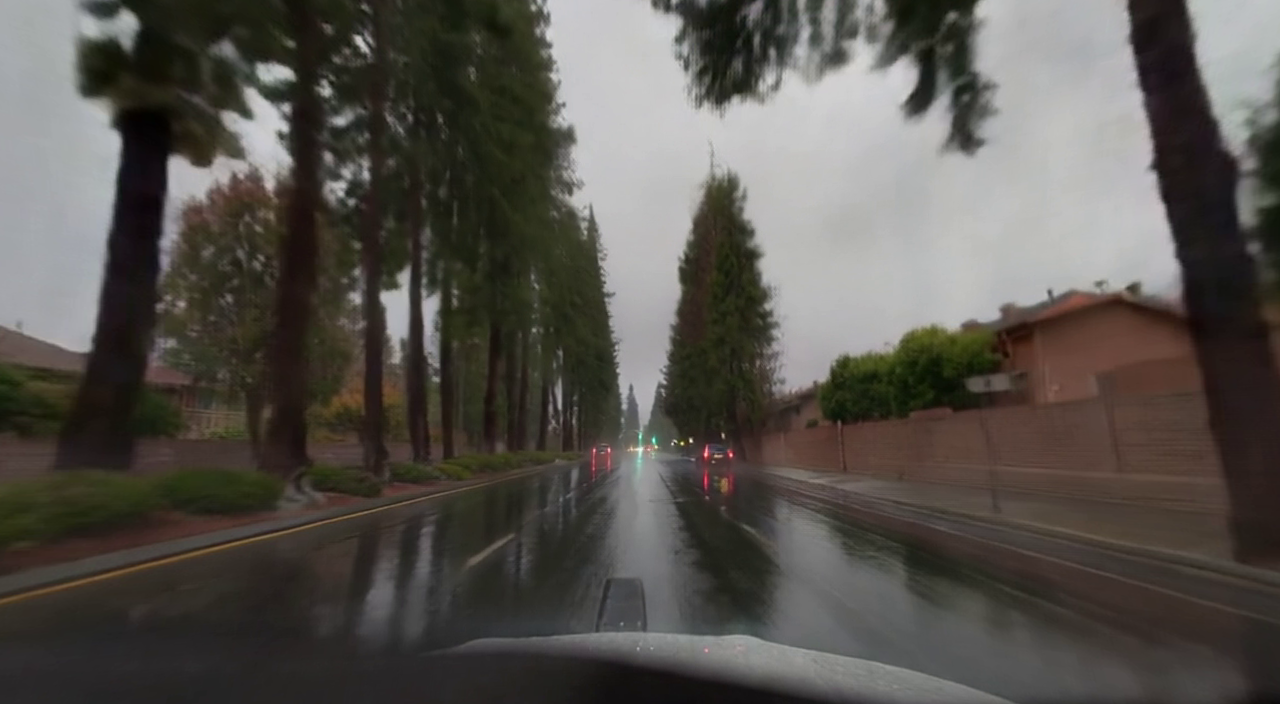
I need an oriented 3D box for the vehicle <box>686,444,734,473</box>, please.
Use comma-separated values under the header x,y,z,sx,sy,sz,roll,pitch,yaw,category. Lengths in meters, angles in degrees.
x,y,z,sx,sy,sz,roll,pitch,yaw,category
4.067,6.289,37.408,2.237,1.578,4.621,0,-8,-1,vehicle
